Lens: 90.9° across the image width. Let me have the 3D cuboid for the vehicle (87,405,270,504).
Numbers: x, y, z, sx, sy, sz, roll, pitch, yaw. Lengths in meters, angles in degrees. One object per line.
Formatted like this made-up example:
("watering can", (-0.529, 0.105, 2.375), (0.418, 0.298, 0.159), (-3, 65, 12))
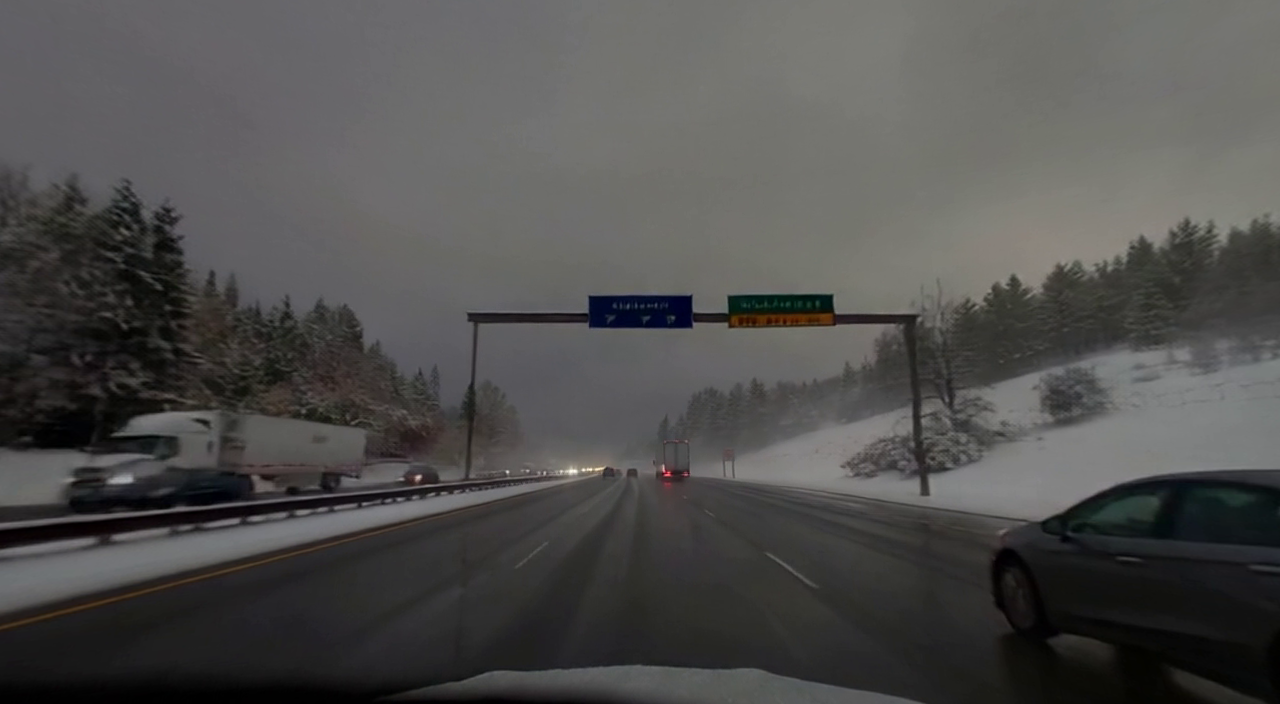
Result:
("vehicle", (-19.703, 4.511, 27.556), (3.108, 3.777, 6.082), (1, -10, 0))

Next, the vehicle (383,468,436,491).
("vehicle", (-15.783, 8.717, 43.415), (1.901, 1.453, 4.530), (1, -10, 0))

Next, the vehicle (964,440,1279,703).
("vehicle", (4.045, 1.270, 3.498), (2.051, 1.472, 4.547), (1, -10, 0))

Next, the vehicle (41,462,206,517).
("vehicle", (-15.254, 4.057, 18.901), (1.746, 1.462, 3.698), (1, -10, 0))
